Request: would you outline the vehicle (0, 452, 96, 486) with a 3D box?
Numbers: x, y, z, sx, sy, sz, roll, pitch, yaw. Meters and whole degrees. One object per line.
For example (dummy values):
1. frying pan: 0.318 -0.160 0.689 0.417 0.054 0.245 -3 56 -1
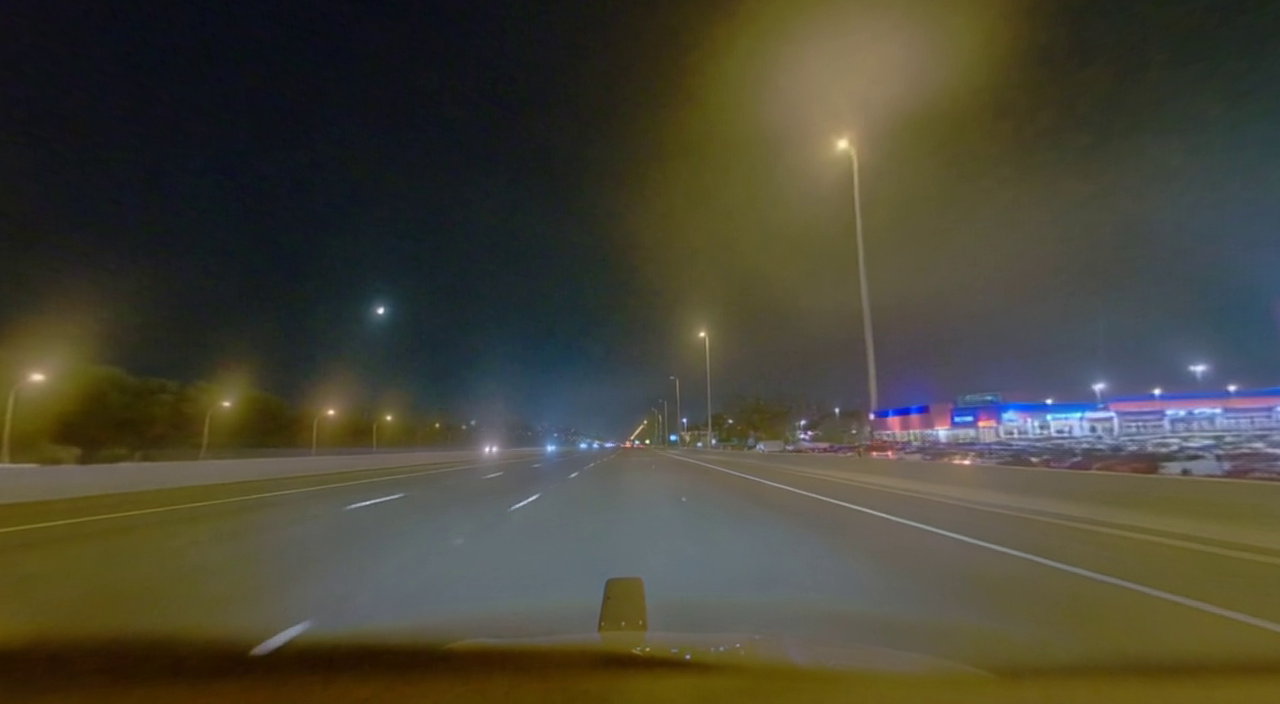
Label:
1. vehicle: -29.519 5.675 30.920 1.932 1.454 4.229 0 -8 -1
